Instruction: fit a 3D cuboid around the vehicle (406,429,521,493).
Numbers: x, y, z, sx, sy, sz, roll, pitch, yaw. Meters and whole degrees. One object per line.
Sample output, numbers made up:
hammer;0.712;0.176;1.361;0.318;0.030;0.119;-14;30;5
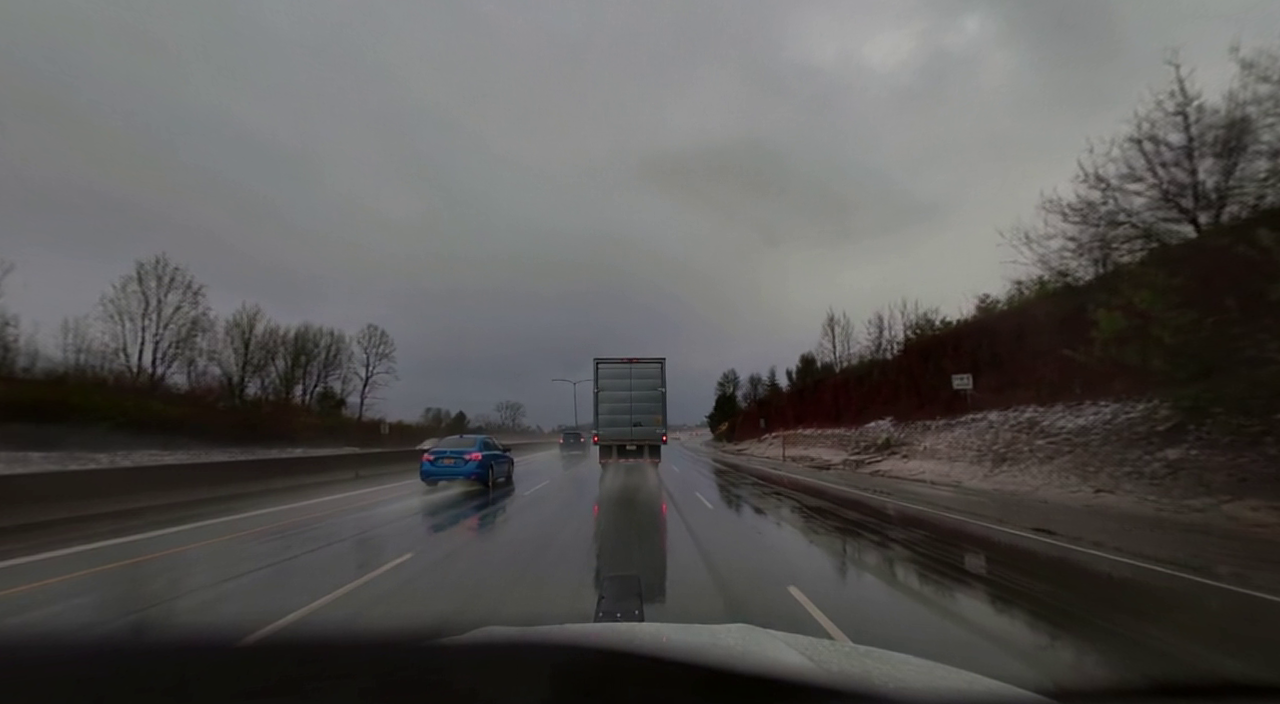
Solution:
vehicle;-4.696;2.939;17.486;1.931;1.539;4.441;0;-8;0

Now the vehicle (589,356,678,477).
vehicle;-0.332;2.805;26.128;2.953;4.041;10.072;0;-8;-1

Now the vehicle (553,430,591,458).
vehicle;-4.539;6.214;42.646;2.019;1.834;4.644;0;-8;0
